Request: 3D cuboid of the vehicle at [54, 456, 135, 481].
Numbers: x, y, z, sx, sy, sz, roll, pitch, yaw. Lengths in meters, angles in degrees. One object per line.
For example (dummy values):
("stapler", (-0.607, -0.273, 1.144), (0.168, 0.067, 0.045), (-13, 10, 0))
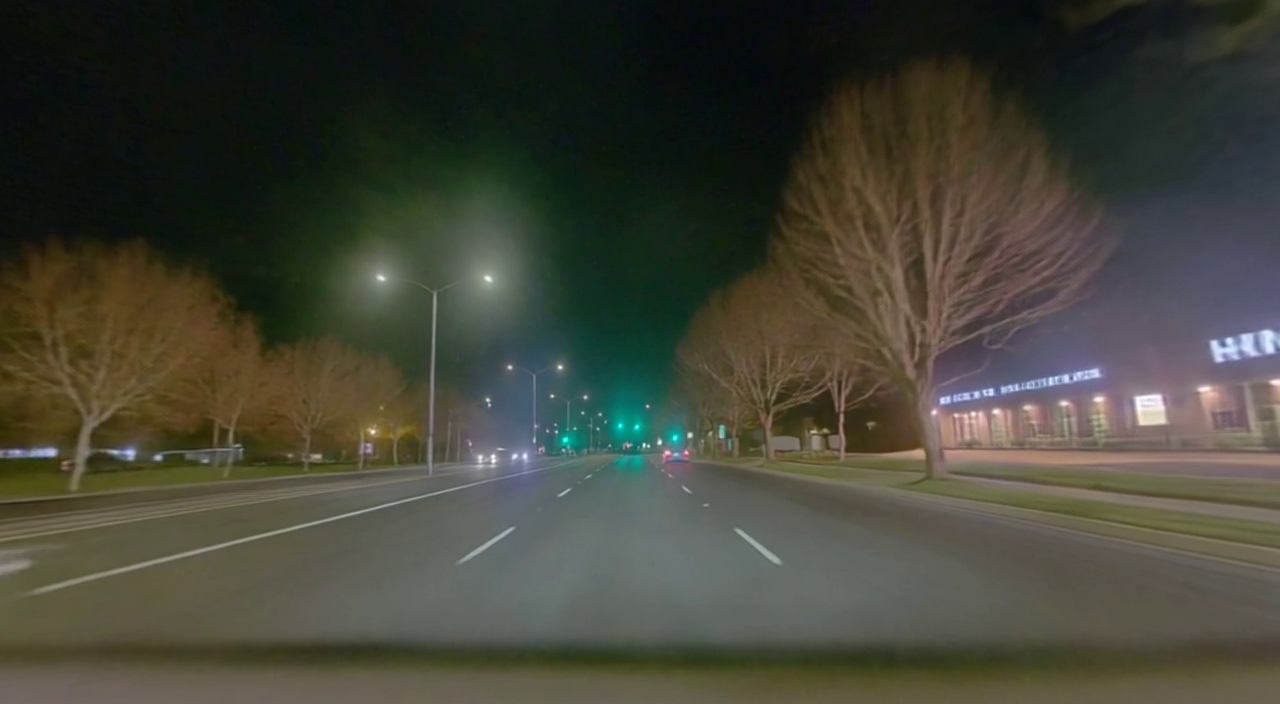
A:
("vehicle", (-32.843, 7.014, 37.945), (3.282, 1.336, 1.542), (-1, -9, -4))
